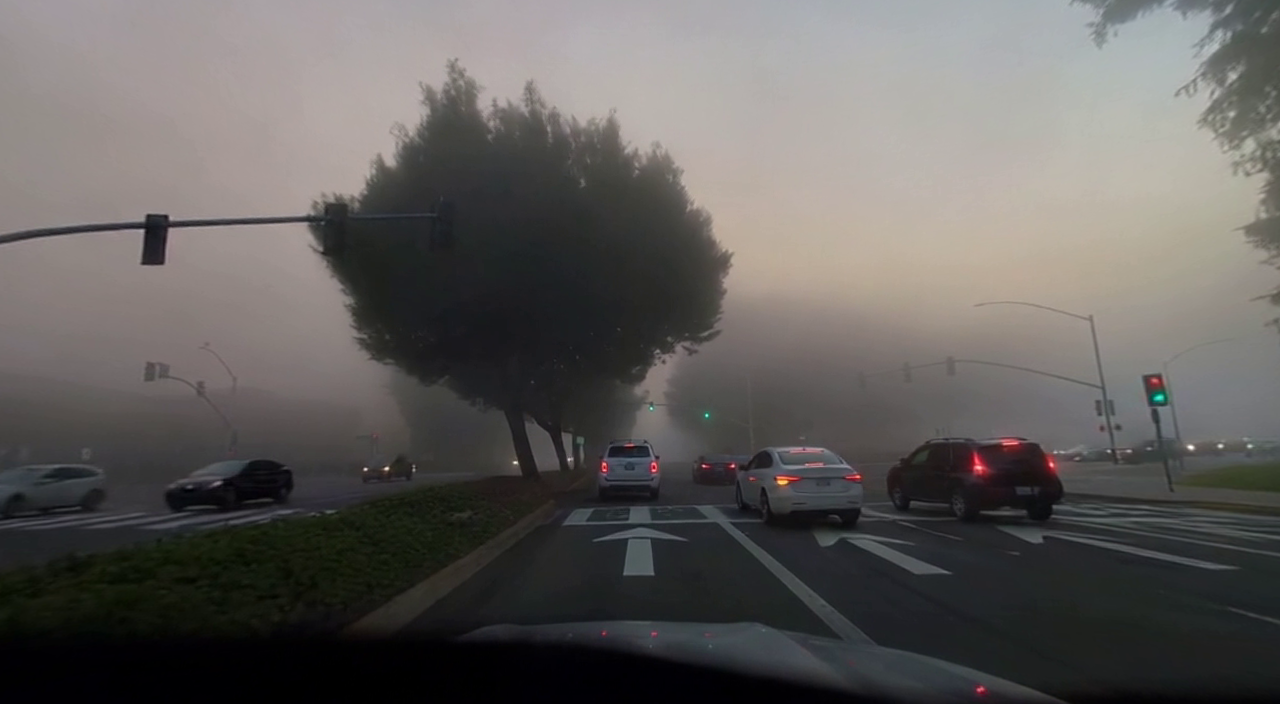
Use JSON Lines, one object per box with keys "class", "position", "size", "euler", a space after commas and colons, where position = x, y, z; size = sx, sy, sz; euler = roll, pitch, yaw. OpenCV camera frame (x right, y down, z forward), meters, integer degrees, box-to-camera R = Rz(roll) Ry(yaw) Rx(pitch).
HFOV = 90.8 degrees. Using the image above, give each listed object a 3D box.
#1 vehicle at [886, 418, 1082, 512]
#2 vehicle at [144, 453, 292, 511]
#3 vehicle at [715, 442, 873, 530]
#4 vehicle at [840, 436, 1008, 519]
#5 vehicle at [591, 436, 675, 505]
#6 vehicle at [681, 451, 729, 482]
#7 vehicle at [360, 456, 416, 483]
{"class": "vehicle", "position": [9.556, 3.191, 18.302], "size": [2.683, 2.319, 5.058], "euler": [0, -9, -1]}
{"class": "vehicle", "position": [-14.178, 4.348, 21.634], "size": [1.961, 1.693, 4.557], "euler": [0, -9, -1]}
{"class": "vehicle", "position": [3.044, 2.757, 13.728], "size": [2.034, 1.558, 4.774], "euler": [0, -9, -2]}
{"class": "vehicle", "position": [6.657, 2.961, 15.471], "size": [1.987, 1.730, 4.373], "euler": [0, -9, -1]}
{"class": "vehicle", "position": [-0.207, 3.502, 19.136], "size": [2.236, 1.827, 4.316], "euler": [0, -9, -1]}
{"class": "vehicle", "position": [3.361, 6.009, 33.492], "size": [2.004, 1.523, 4.263], "euler": [0, -9, -1]}
{"class": "vehicle", "position": [-17.376, 8.086, 43.857], "size": [1.962, 1.672, 4.514], "euler": [0, -9, 0]}
